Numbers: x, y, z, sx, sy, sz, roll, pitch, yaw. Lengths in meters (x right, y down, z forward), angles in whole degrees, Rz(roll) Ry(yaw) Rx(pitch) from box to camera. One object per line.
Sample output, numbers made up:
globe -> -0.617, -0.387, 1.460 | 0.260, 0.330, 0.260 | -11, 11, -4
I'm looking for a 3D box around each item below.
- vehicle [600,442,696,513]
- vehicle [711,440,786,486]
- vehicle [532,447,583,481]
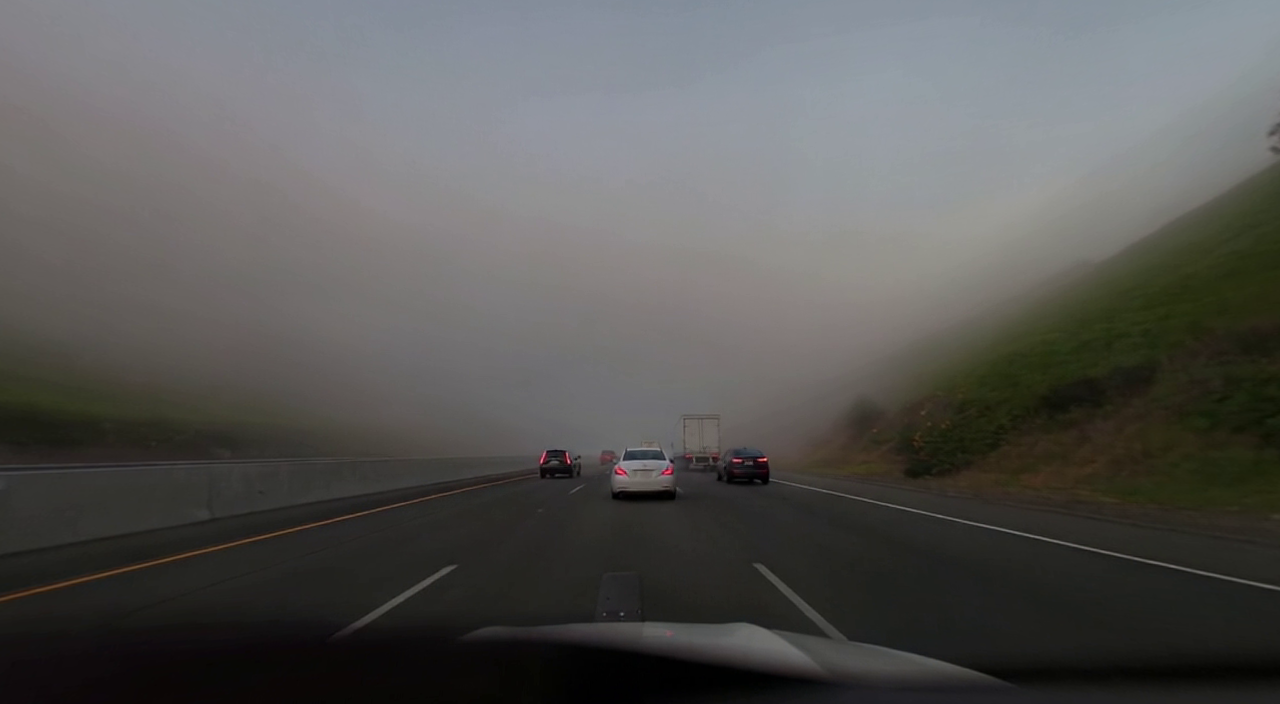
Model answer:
vehicle -> 0.168, 2.964, 15.274 | 2.041, 1.484, 3.535 | 0, -9, 0
vehicle -> 4.050, 4.254, 24.318 | 2.029, 1.579, 4.484 | 0, -9, -1
vehicle -> -3.844, 5.311, 30.114 | 1.848, 1.486, 3.832 | 0, -9, 1
